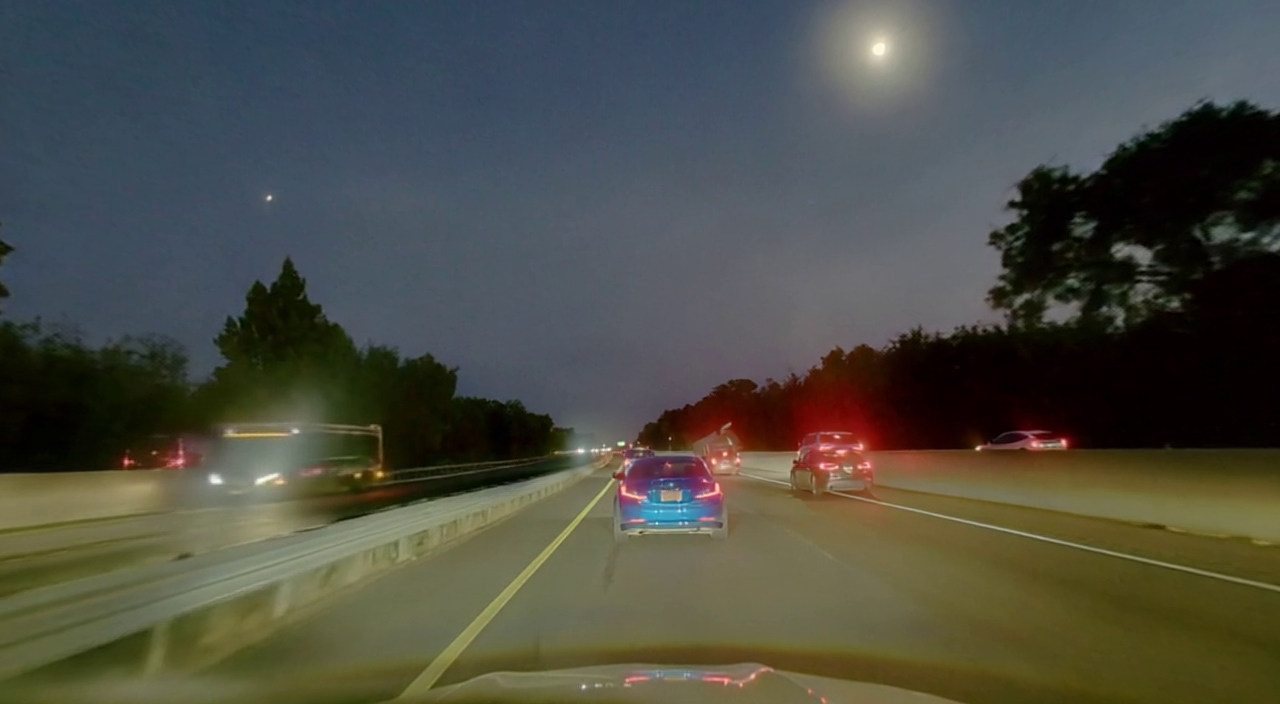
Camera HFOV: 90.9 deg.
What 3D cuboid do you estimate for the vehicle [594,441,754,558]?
[{"bbox_3d":[0.446,2.216,10.120,2.076,1.485,3.774,0,-9,0],"label":"vehicle"}]

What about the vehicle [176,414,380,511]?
[{"bbox_3d":[-12.346,3.889,22.646,2.580,2.814,7.896,0,-9,0],"label":"vehicle"}]

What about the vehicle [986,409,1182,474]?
[{"bbox_3d":[31.482,6.684,46.223,2.822,3.996,14.073,1,-9,-6],"label":"vehicle"}]

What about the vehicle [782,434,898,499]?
[{"bbox_3d":[6.260,3.663,20.429,2.177,1.827,4.565,0,-9,-1],"label":"vehicle"}]

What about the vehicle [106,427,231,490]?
[{"bbox_3d":[-33.568,7.567,45.397,2.902,3.981,7.819,-3,-8,0],"label":"vehicle"}]
